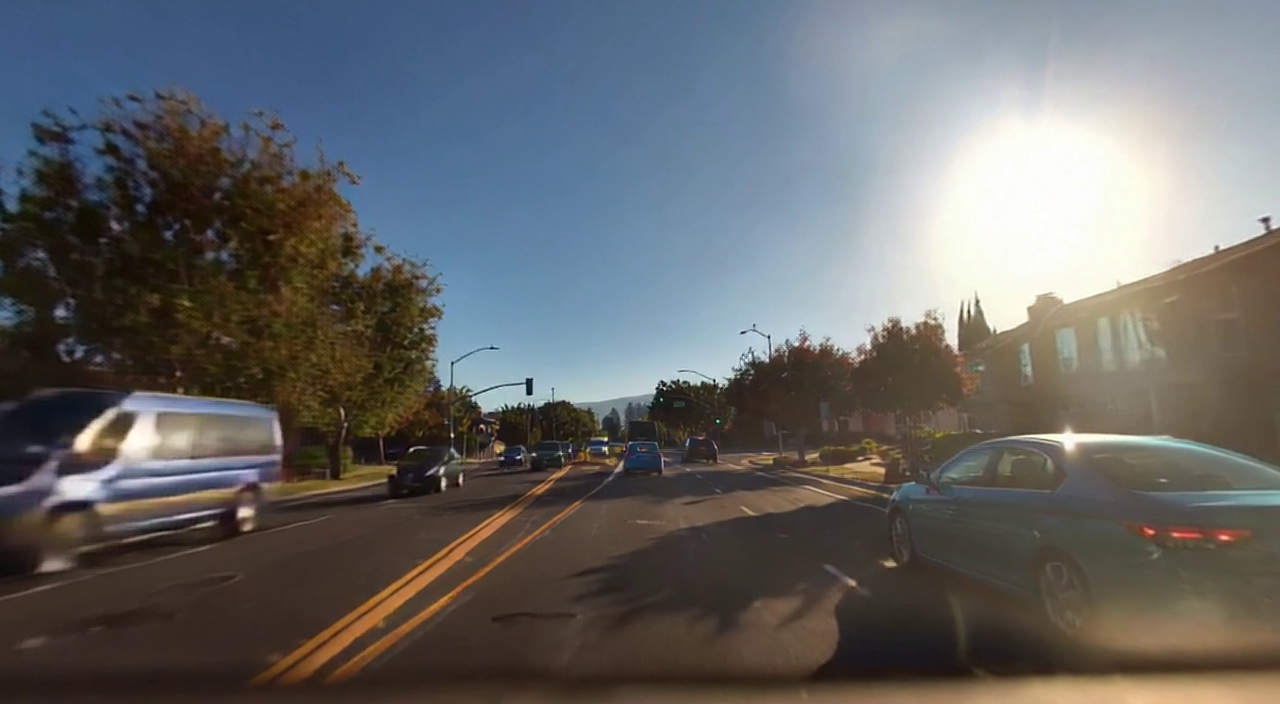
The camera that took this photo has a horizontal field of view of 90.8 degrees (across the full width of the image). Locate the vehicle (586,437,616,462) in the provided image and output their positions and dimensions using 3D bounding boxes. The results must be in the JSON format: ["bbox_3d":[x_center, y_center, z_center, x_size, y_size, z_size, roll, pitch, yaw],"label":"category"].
[{"bbox_3d":[-2.848,7.301,47.268,2.083,1.741,5.530,0,-8,-1],"label":"vehicle"}]

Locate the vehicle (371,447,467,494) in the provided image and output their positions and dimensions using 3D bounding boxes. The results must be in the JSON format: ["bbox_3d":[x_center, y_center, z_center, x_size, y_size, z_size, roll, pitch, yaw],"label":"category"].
[{"bbox_3d":[-7.579,4.082,22.194,2.070,1.454,4.400,0,-8,-4],"label":"vehicle"}]

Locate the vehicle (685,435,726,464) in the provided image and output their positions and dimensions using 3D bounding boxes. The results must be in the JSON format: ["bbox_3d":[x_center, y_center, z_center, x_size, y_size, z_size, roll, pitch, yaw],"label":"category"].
[{"bbox_3d":[4.300,6.490,42.183,2.187,1.847,4.553,0,-8,-1],"label":"vehicle"}]

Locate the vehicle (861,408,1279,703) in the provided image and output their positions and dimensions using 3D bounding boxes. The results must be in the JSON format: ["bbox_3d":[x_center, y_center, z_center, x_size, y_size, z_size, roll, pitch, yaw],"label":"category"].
[{"bbox_3d":[3.523,1.286,4.938,1.973,1.447,4.402,0,-8,0],"label":"vehicle"}]

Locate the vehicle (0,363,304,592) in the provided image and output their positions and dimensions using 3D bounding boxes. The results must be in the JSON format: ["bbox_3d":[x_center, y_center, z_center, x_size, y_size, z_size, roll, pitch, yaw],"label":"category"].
[{"bbox_3d":[-8.079,1.812,10.032,2.383,2.558,5.821,0,-8,-2],"label":"vehicle"}]

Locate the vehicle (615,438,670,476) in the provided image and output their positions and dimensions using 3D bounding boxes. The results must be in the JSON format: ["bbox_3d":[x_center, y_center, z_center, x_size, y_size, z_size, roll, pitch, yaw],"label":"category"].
[{"bbox_3d":[0.087,4.391,26.683,2.114,1.483,4.207,0,-8,0],"label":"vehicle"}]

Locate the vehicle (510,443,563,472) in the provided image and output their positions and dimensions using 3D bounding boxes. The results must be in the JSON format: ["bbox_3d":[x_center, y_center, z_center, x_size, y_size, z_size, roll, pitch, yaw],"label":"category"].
[{"bbox_3d":[-5.710,5.844,35.396,2.193,1.502,4.913,0,-8,-1],"label":"vehicle"}]
